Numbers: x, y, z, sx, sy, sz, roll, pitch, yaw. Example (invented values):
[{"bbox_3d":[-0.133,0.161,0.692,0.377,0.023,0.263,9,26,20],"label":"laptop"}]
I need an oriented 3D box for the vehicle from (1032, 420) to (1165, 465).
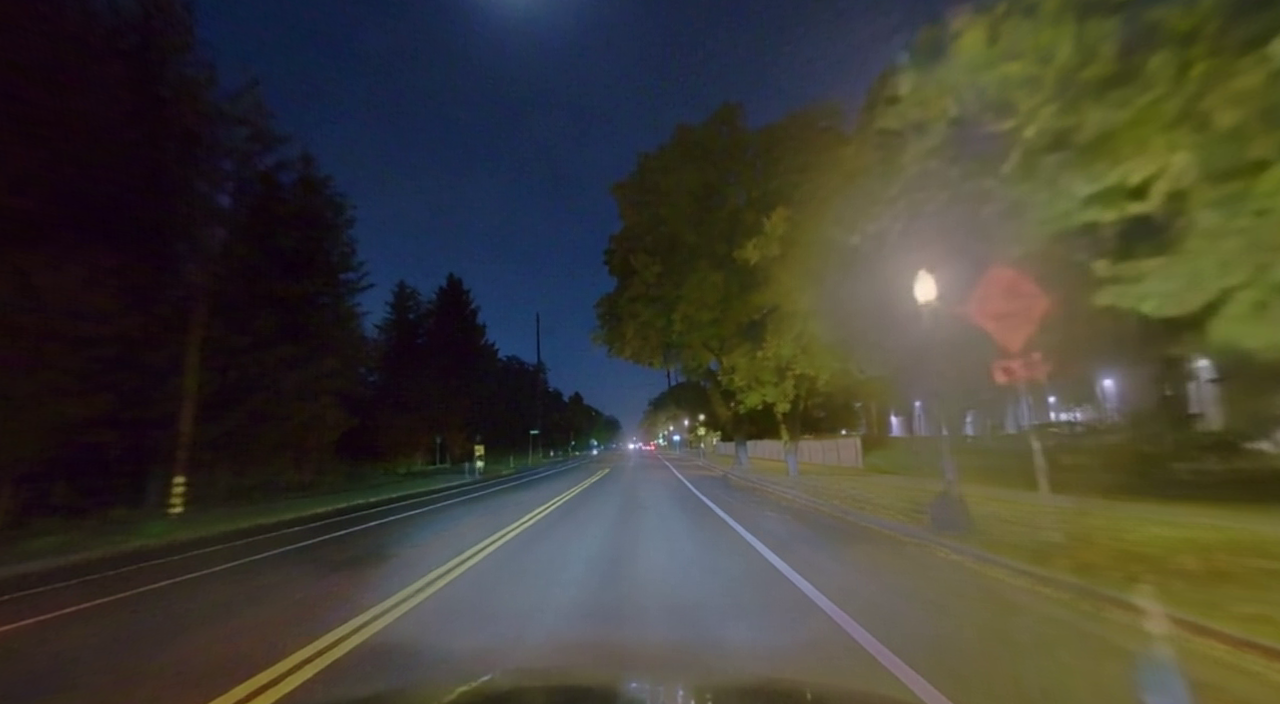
[{"bbox_3d":[16.812,3.347,23.206,3.462,1.576,1.863,1,-8,-5],"label":"vehicle"}]
